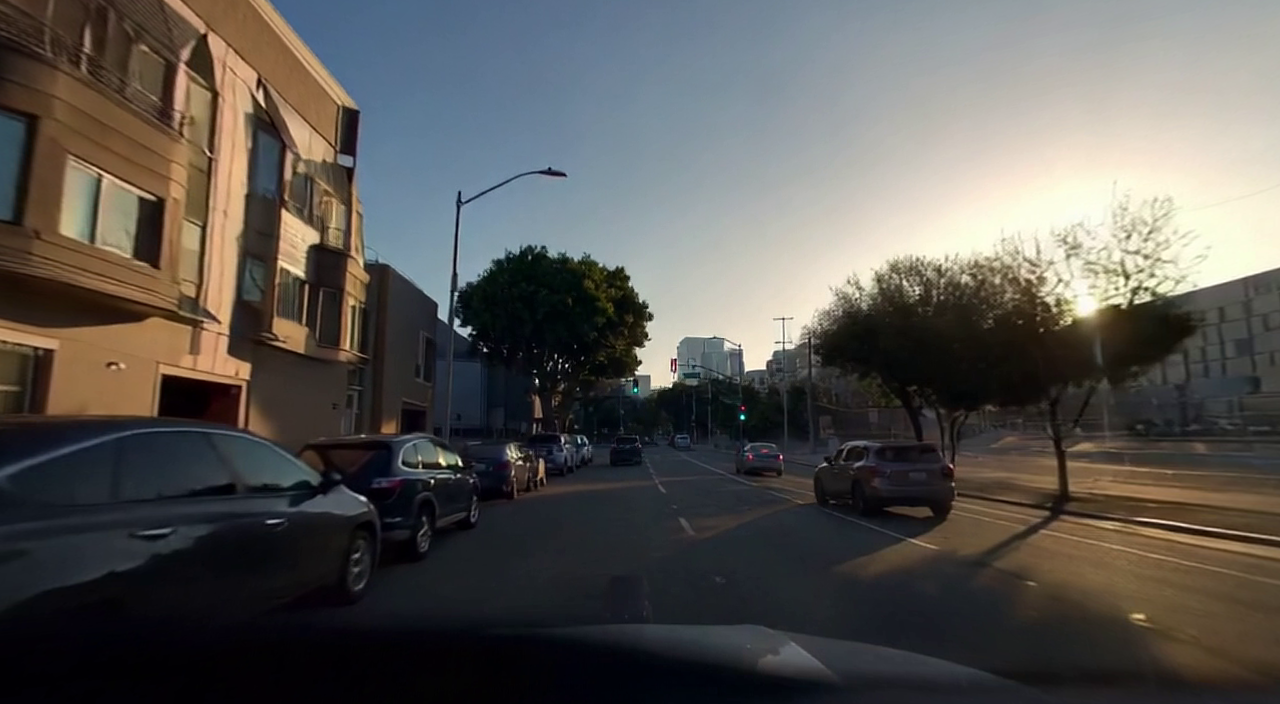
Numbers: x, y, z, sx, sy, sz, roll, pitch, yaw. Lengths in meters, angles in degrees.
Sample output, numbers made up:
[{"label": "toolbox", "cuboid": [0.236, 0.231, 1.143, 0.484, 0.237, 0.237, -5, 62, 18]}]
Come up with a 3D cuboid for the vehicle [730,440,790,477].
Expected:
[{"label": "vehicle", "cuboid": [5.076, 4.565, 27.131, 1.799, 1.463, 3.464, 0, -8, -2]}]

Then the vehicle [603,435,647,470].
[{"label": "vehicle", "cuboid": [-0.726, 5.197, 32.827, 2.122, 1.689, 3.885, 0, -8, 0]}]

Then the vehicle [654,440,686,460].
[{"label": "vehicle", "cuboid": [2.221, 7.445, 47.789, 2.182, 1.450, 4.013, 0, -8, -1]}]

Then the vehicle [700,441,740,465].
[{"label": "vehicle", "cuboid": [5.173, 6.582, 41.277, 1.917, 1.467, 4.452, 0, -8, -1]}]

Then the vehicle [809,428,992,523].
[{"label": "vehicle", "cuboid": [4.998, 2.418, 12.861, 1.891, 1.599, 4.173, 0, -8, -1]}]

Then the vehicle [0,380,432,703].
[{"label": "vehicle", "cuboid": [-3.115, 1.112, 3.794, 2.121, 1.490, 4.910, 0, -8, -1]}]
